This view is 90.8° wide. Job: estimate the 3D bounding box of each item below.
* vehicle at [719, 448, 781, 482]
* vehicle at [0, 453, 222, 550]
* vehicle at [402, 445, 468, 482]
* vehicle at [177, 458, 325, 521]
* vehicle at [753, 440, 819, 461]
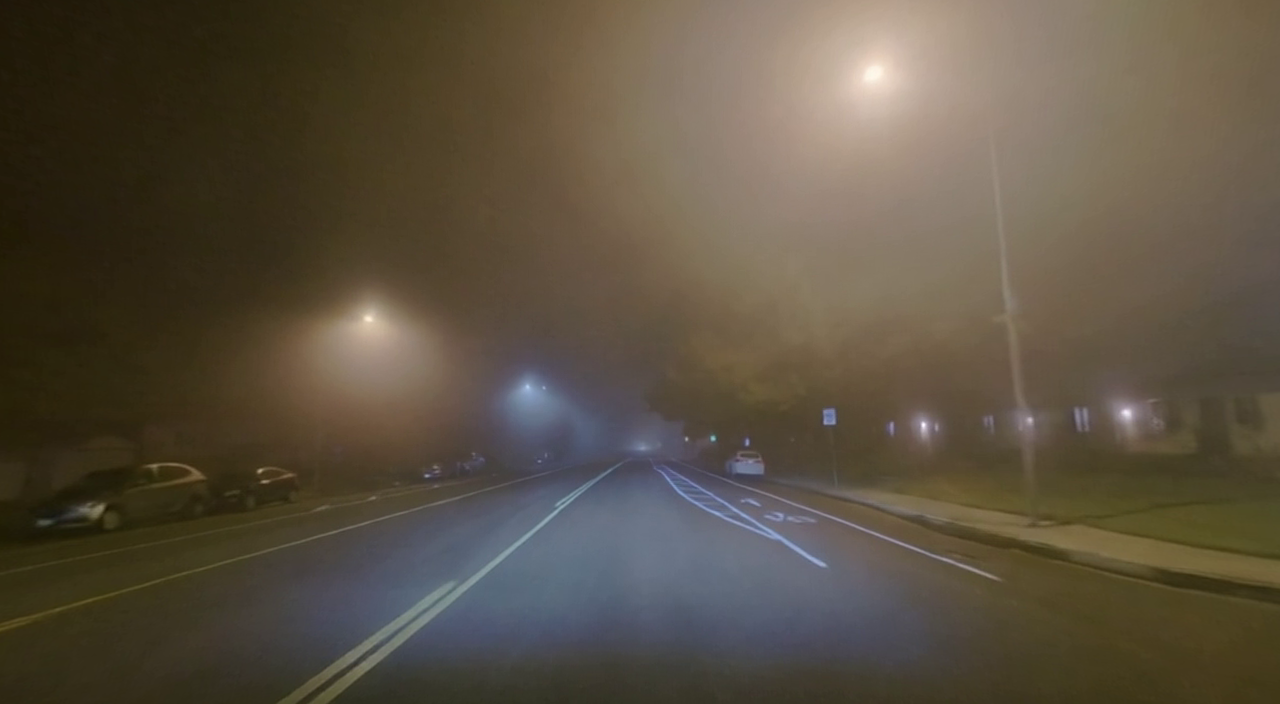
[{"bbox_3d":[5.009,5.190,29.419,1.923,1.454,4.460,0,-9,-2],"label":"vehicle"},{"bbox_3d":[-12.638,3.472,15.383,1.988,1.741,4.379,-7,-8,-2],"label":"vehicle"},{"bbox_3d":[-12.201,6.708,38.043,2.156,1.935,5.464,-3,-10,0],"label":"vehicle"},{"bbox_3d":[-12.180,4.287,20.211,1.872,1.472,4.719,-6,-9,-1],"label":"vehicle"},{"bbox_3d":[11.165,7.584,48.642,4.622,1.595,2.105,-1,-9,3],"label":"vehicle"}]
